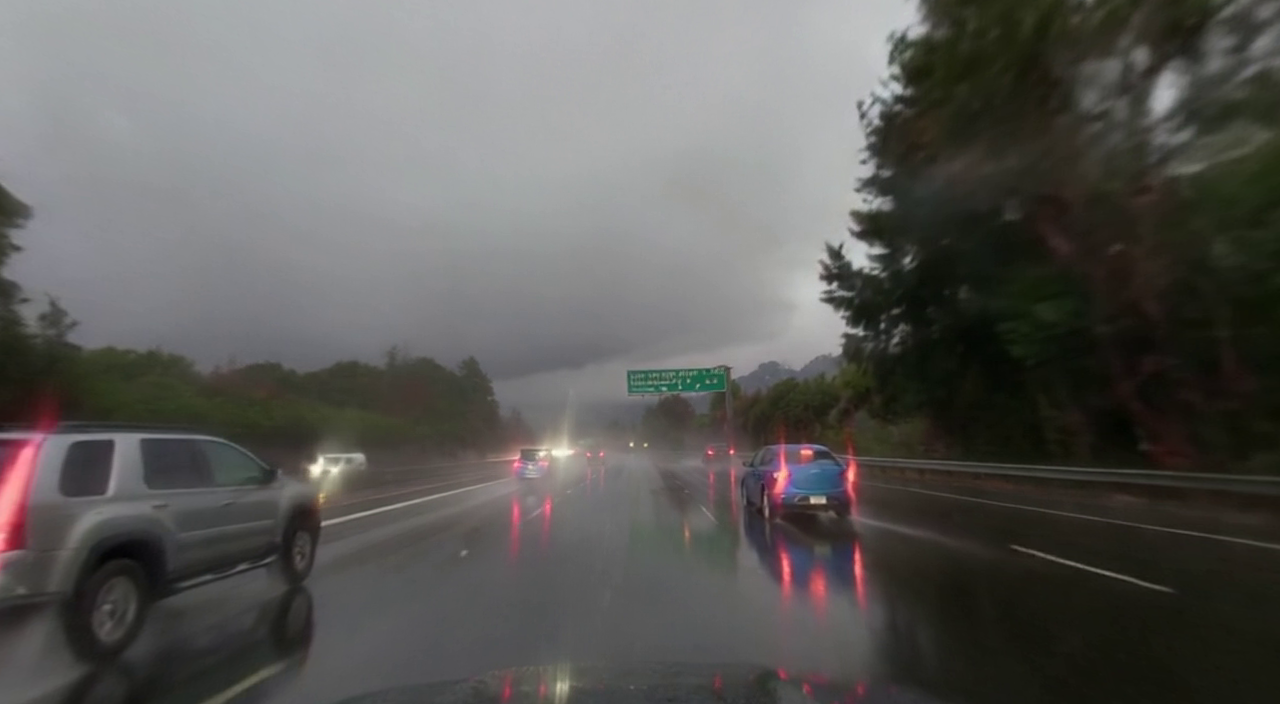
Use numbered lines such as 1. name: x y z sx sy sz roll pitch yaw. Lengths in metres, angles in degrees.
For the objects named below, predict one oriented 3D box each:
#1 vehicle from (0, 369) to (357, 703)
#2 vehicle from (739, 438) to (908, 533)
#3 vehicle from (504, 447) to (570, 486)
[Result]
1. vehicle: -4.377 1.260 5.154 2.079 1.745 4.281 0 -9 0
2. vehicle: 3.414 2.581 12.772 2.120 1.572 4.344 0 -9 0
3. vehicle: -4.184 4.704 26.185 2.009 1.488 4.289 0 -9 0
